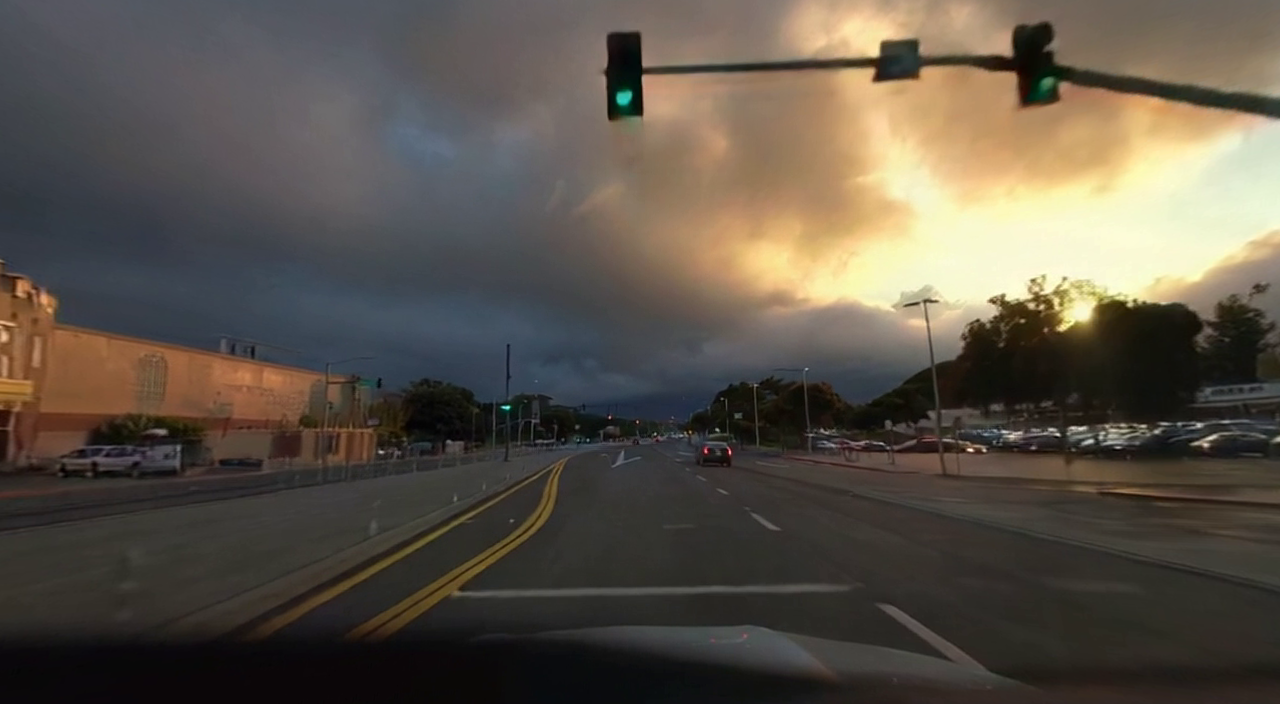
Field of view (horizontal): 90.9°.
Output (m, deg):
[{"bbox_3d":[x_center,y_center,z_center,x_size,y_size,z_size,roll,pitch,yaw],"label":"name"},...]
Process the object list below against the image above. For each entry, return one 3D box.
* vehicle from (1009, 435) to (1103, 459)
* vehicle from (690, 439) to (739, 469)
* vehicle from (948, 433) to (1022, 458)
[{"bbox_3d":[26.693,6.097,40.488,4.691,1.436,1.988,0,-8,-4],"label":"vehicle"},{"bbox_3d":[3.972,5.527,34.291,2.038,1.528,4.259,0,-8,-1],"label":"vehicle"},{"bbox_3d":[26.386,7.138,48.269,4.544,1.474,1.772,-4,-7,-5],"label":"vehicle"}]
